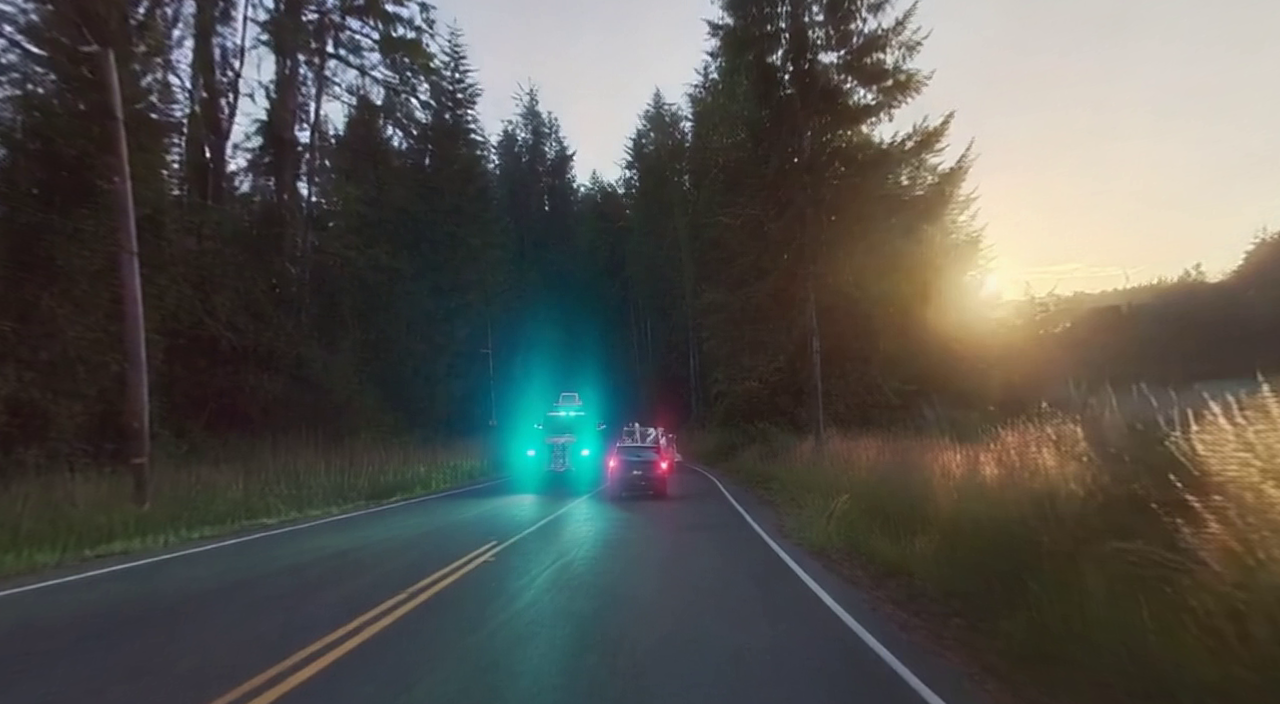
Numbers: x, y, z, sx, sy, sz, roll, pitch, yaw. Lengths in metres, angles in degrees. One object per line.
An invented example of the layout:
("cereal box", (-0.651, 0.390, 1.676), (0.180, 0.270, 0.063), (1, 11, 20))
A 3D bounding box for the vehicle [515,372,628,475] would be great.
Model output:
("vehicle", (-3.382, 3.739, 31.432), (4.788, 4.368, 6.529), (3, -10, -6))

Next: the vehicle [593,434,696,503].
("vehicle", (0.162, 2.806, 15.649), (2.196, 1.465, 4.294), (0, -8, 2))
